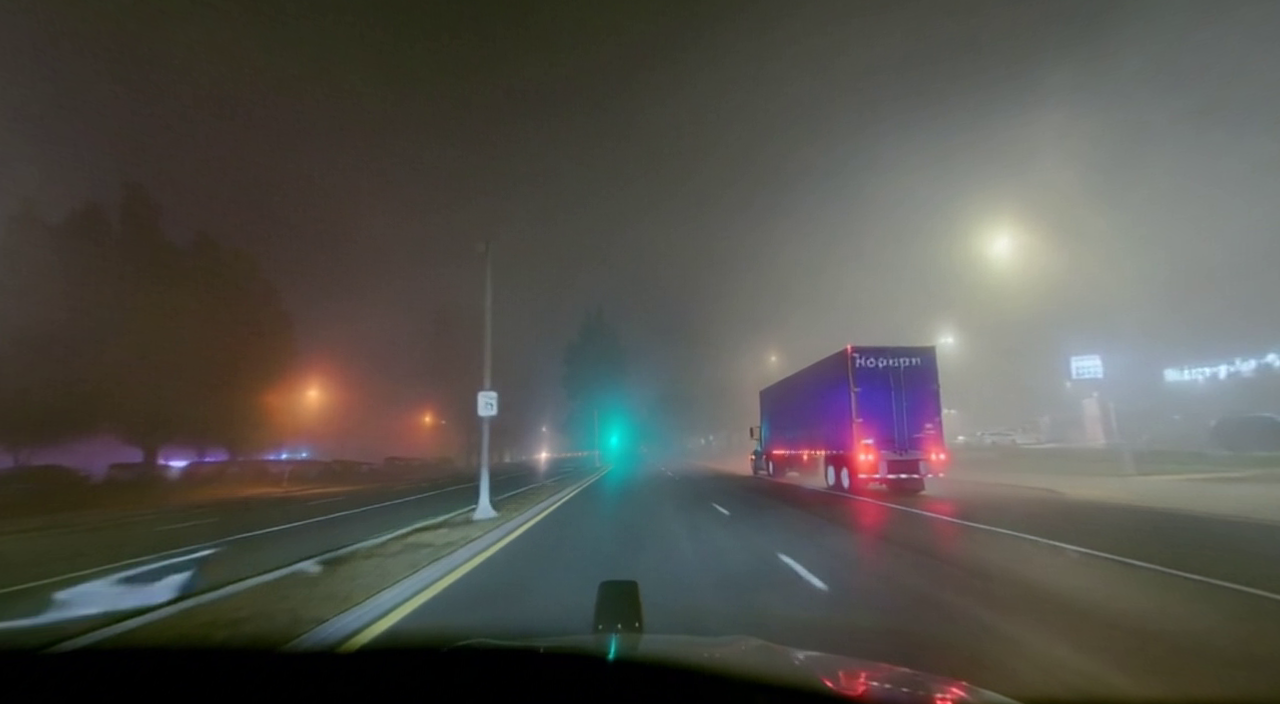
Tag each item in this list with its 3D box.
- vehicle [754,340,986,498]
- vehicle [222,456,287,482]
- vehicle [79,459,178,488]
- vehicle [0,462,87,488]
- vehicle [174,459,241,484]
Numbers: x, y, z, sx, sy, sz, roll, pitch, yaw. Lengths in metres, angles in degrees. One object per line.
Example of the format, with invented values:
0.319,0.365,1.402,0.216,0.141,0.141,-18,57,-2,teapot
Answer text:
6.576,2.445,21.032,3.120,3.794,11.510,0,-9,-1,vehicle
-30.304,9.251,49.897,1.995,1.773,4.984,-5,-10,0,vehicle
-33.861,8.023,42.061,2.008,1.710,5.515,0,-9,0,vehicle
-40.573,8.243,42.631,1.968,1.539,4.802,-1,-9,4,vehicle
-33.888,9.363,49.675,1.963,1.756,4.606,0,-9,0,vehicle
